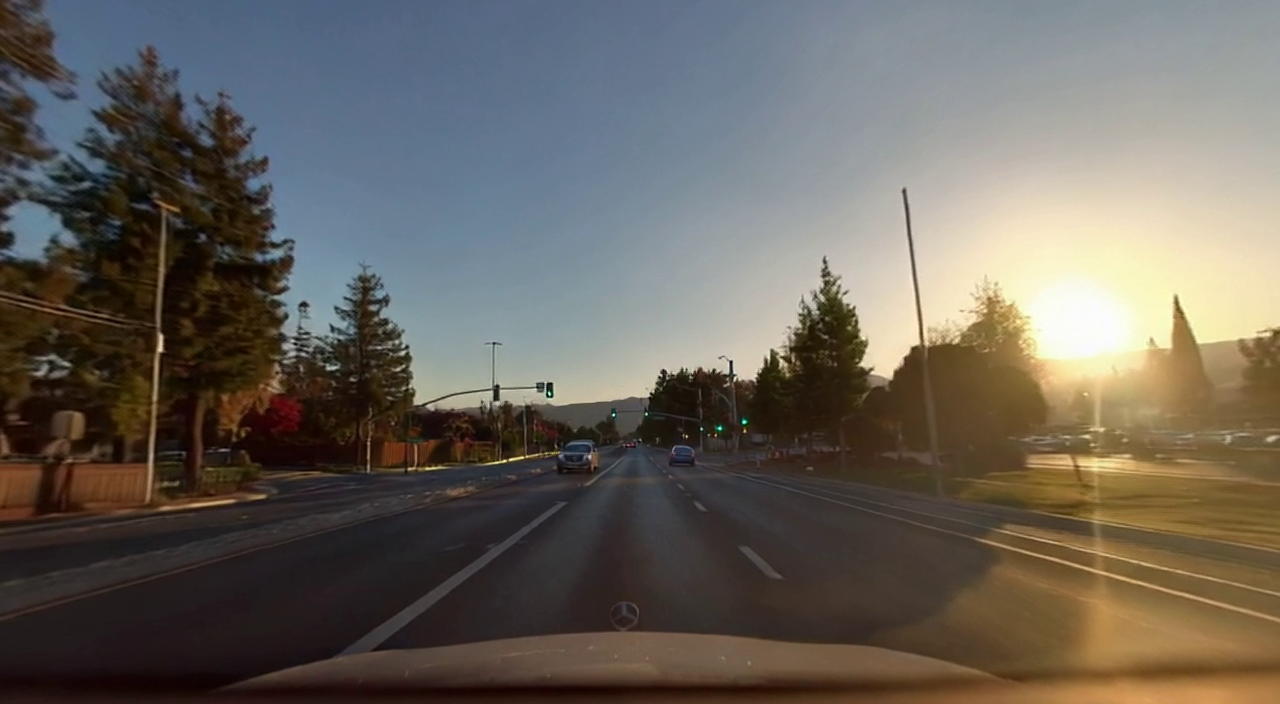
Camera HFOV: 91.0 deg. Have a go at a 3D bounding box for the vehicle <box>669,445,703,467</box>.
[{"bbox_3d":[3.274,7.518,45.819,2.105,1.490,4.008,0,-9,-1],"label":"vehicle"}]

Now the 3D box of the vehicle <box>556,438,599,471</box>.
[{"bbox_3d":[-3.628,6.075,37.555,2.078,1.832,4.746,0,-9,0],"label":"vehicle"}]
